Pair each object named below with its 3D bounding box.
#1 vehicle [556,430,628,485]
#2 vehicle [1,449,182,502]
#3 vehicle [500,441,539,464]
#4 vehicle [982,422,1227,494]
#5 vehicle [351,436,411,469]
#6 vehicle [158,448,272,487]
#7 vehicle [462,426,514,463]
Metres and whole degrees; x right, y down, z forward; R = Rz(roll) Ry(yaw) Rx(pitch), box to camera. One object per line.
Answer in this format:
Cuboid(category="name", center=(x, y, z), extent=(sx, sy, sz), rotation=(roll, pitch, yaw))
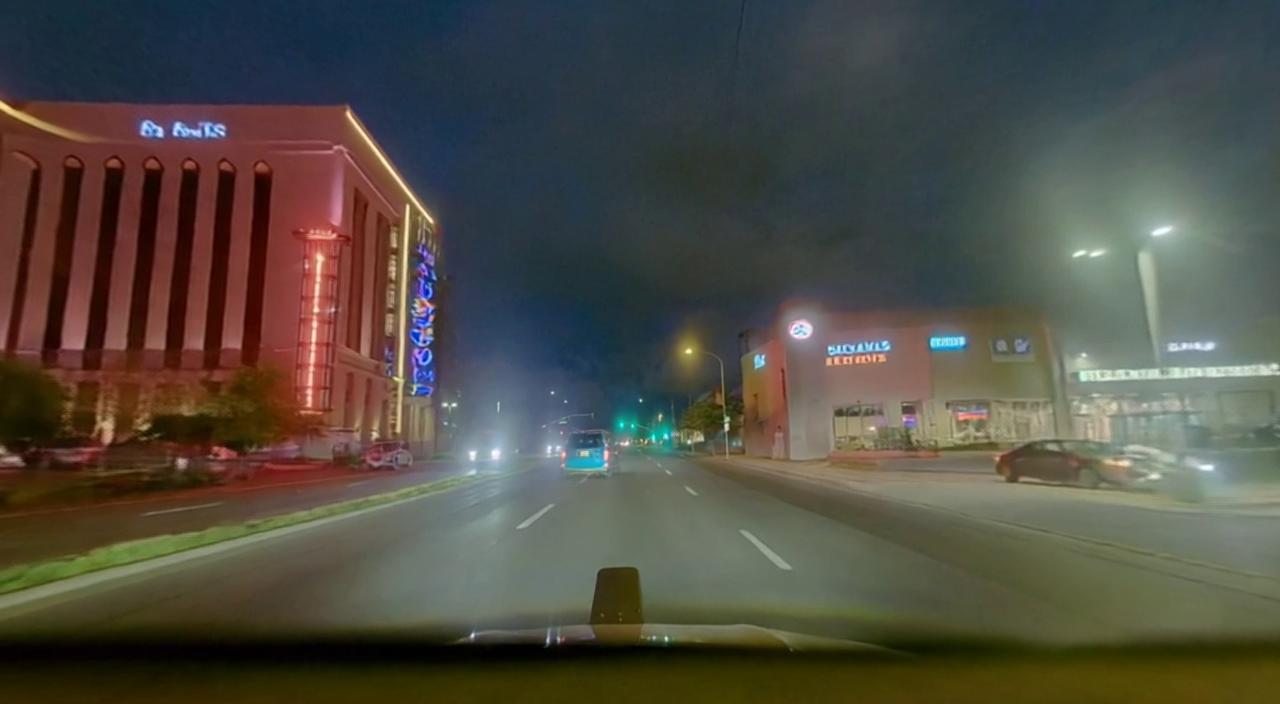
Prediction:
Cuboid(category="vehicle", center=(-1.556, 3.628, 21.898), extent=(2.080, 1.722, 3.766), rotation=(0, -8, 2))
Cuboid(category="vehicle", center=(-17.806, 3.985, 20.808), extent=(1.852, 1.481, 4.660), rotation=(0, -8, -1))
Cuboid(category="vehicle", center=(-8.301, 6.966, 43.789), extent=(1.899, 1.495, 4.093), rotation=(0, -8, 0))
Cuboid(category="vehicle", center=(14.812, 3.413, 20.638), extent=(2.589, 1.989, 5.779), rotation=(4, -9, -26))
Cuboid(category="vehicle", center=(-17.954, 6.955, 43.863), extent=(2.112, 2.138, 4.888), rotation=(0, -8, 0))
Cuboid(category="vehicle", center=(-17.797, 4.821, 26.649), extent=(1.840, 1.508, 4.376), rotation=(0, -8, -1))
Cuboid(category="vehicle", center=(-11.755, 7.236, 49.101), extent=(2.556, 2.673, 5.915), rotation=(0, -8, 0))
